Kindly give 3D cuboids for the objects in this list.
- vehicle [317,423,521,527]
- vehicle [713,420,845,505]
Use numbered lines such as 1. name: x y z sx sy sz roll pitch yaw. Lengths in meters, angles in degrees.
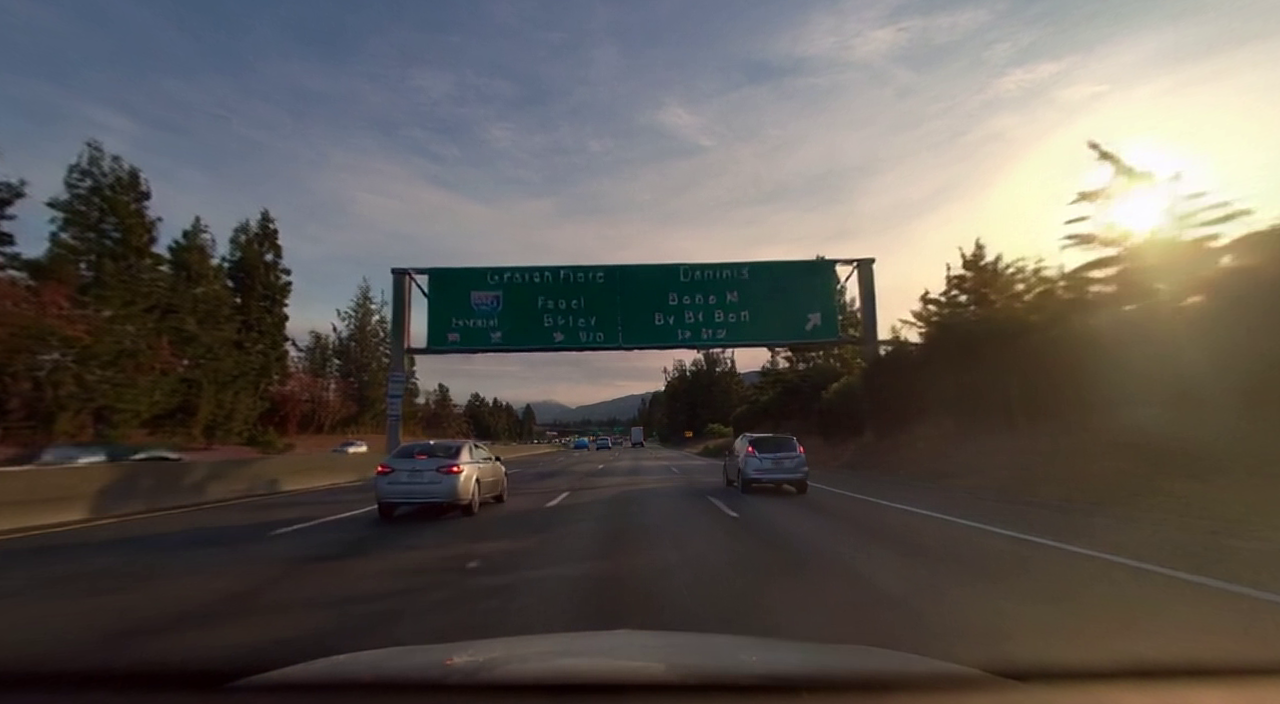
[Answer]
1. vehicle: -3.856 2.268 12.187 2.118 1.573 4.940 0 -9 0
2. vehicle: 3.076 2.559 14.979 2.053 1.714 4.097 0 -9 -2
